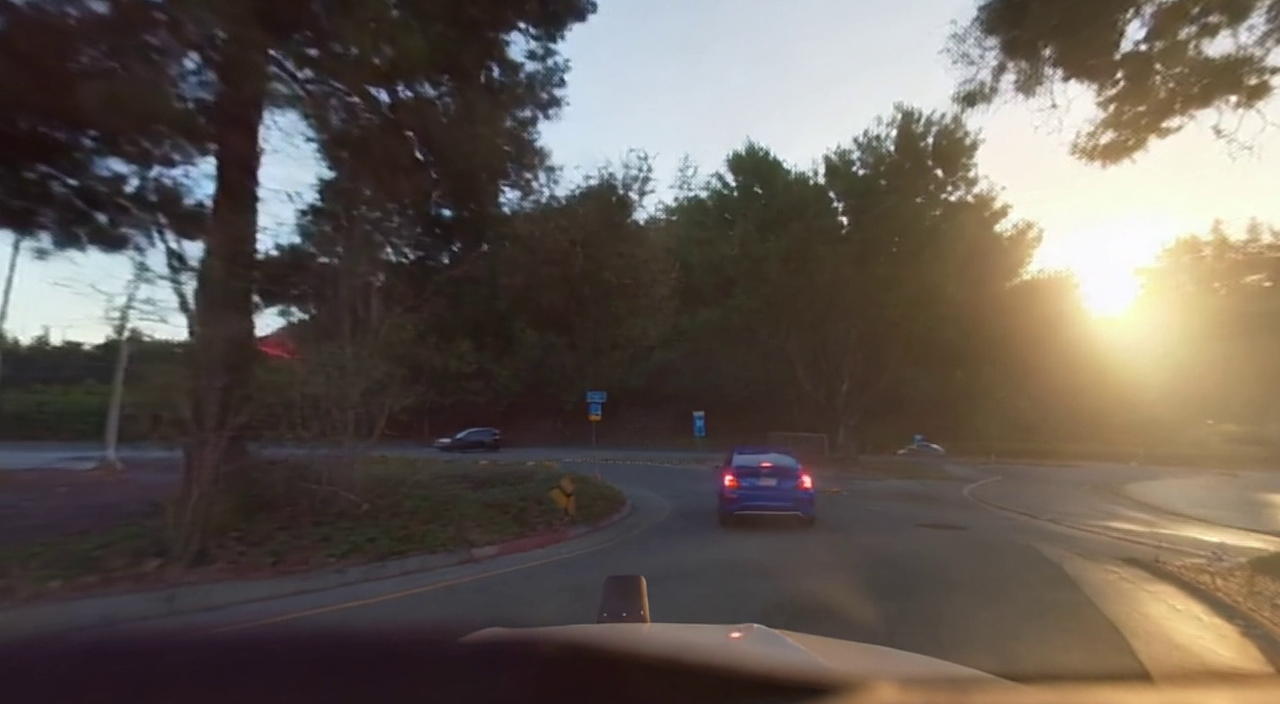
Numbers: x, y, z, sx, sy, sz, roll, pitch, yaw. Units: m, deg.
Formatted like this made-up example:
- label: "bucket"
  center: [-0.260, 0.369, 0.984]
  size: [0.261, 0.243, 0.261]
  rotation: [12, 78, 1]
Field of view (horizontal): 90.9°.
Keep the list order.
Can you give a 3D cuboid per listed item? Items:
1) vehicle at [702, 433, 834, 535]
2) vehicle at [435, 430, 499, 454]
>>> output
- label: "vehicle"
  center: [2.458, 2.478, 12.310]
  size: [2.078, 1.607, 4.010]
  rotation: [-2, -10, 11]
- label: "vehicle"
  center: [-11.746, 6.169, 42.886]
  size: [4.045, 1.569, 1.781]
  rotation: [2, -10, -15]
